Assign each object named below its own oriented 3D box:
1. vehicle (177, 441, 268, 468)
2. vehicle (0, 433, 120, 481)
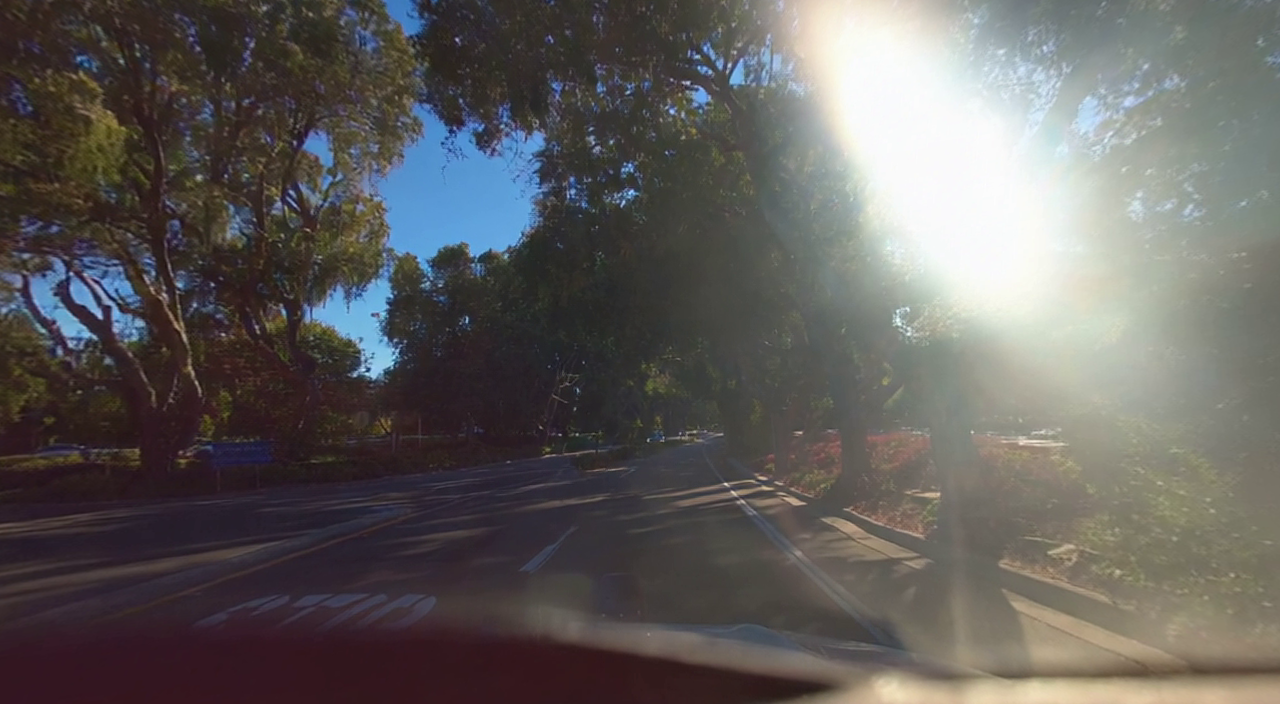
[{"bbox_3d":[-24.807,6.097,37.632,4.007,1.459,1.952,-1,-9,0],"label":"vehicle"},{"bbox_3d":[-28.356,5.080,30.617,4.733,1.892,1.939,-4,-4,2],"label":"vehicle"}]
